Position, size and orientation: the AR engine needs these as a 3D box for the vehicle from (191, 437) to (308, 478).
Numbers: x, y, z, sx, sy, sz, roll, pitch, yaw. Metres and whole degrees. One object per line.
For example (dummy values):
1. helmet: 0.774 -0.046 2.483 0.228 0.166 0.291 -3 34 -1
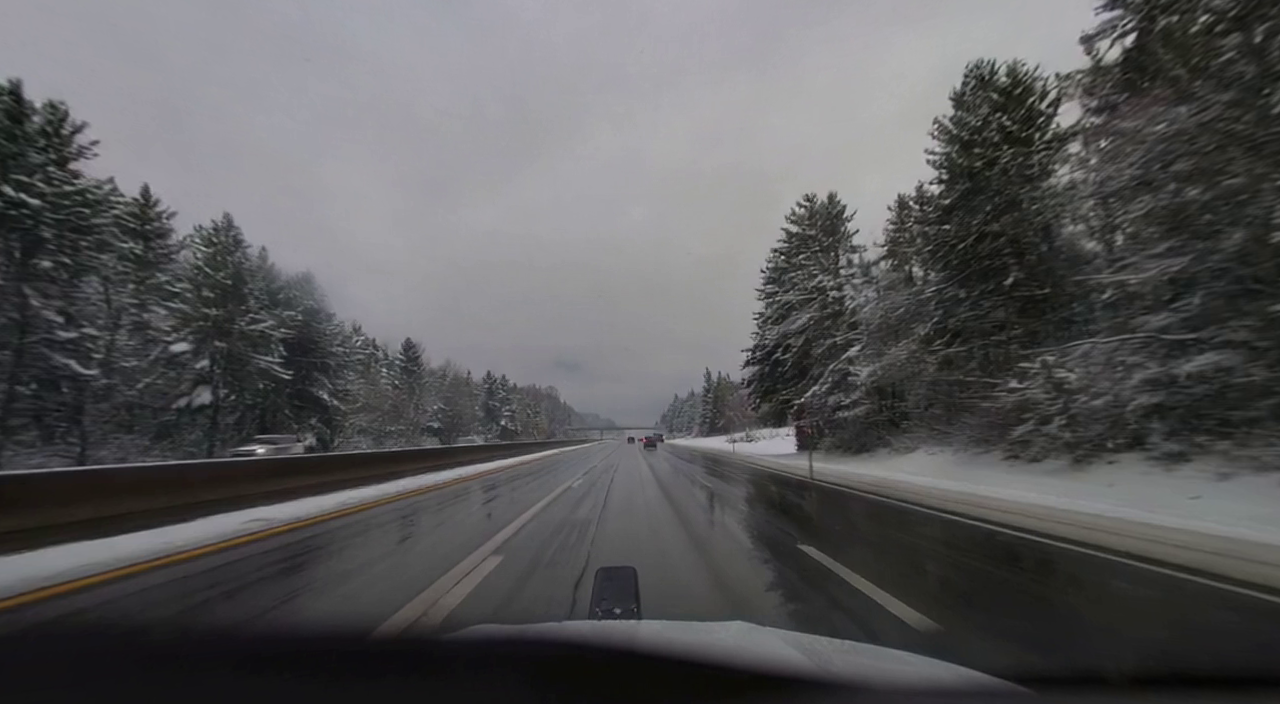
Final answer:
1. vehicle: -15.900 4.279 25.997 1.926 1.518 4.474 0 -8 0

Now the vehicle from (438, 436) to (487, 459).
1. vehicle: -12.271 6.626 43.852 2.037 1.534 4.739 0 -8 -1
